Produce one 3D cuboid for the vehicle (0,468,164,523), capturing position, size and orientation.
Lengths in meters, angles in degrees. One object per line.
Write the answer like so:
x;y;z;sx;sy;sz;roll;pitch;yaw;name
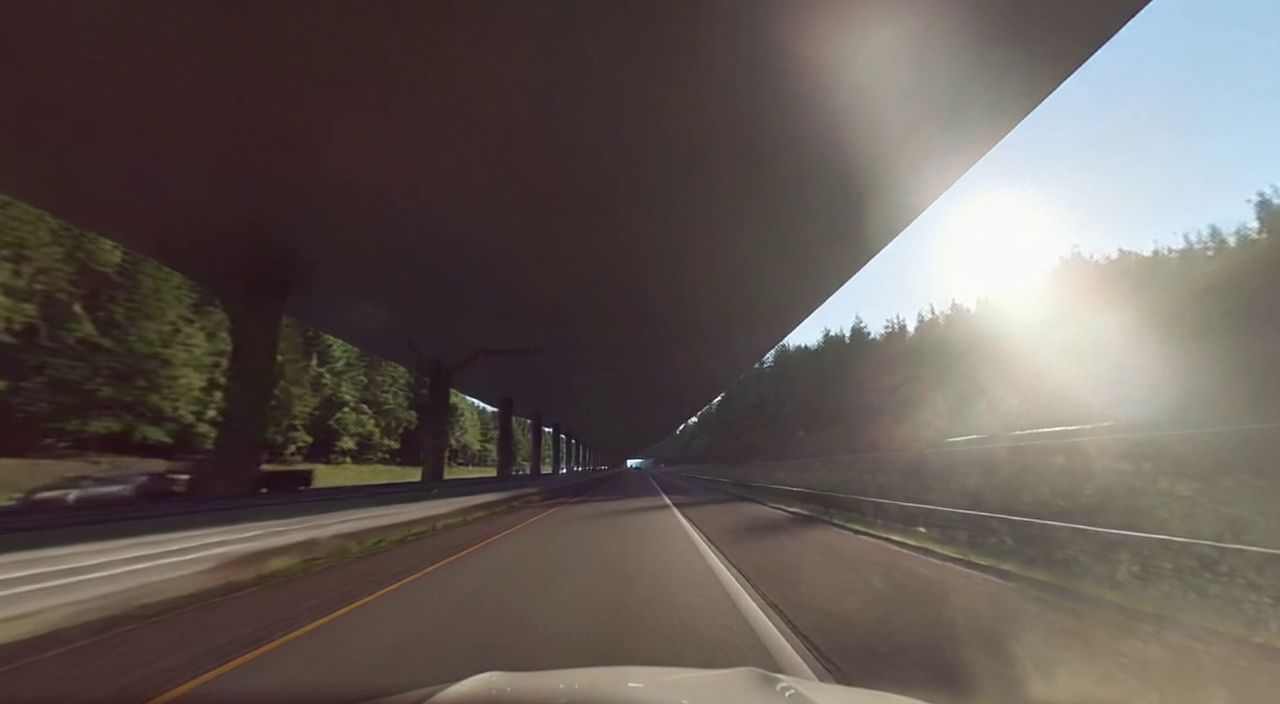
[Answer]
-17.142;4.283;19.206;1.877;1.446;4.240;1;-11;0;vehicle
